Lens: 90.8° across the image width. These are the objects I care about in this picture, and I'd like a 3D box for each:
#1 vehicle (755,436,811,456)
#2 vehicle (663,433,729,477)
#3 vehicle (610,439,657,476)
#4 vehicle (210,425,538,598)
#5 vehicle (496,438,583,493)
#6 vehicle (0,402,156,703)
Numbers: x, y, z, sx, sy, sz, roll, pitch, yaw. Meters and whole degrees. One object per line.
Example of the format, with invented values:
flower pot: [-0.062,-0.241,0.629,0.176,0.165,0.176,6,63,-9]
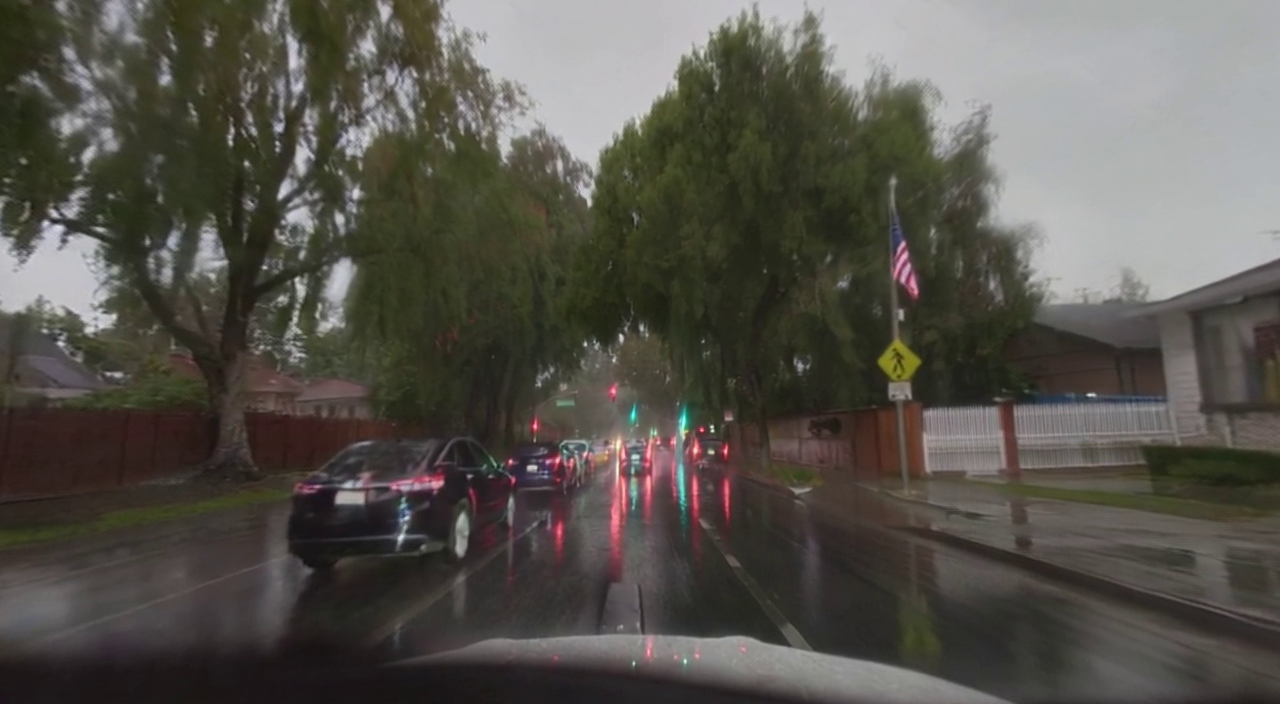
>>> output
vehicle: [11.079,7.308,48.973,3.883,1.496,1.779,1,-9,-2]
vehicle: [2.255,4.329,26.748,2.258,1.682,4.635,0,-9,-1]
vehicle: [-0.306,4.578,27.646,1.927,1.453,3.848,0,-9,-1]
vehicle: [-2.693,1.734,7.854,2.081,1.488,4.566,0,-9,0]
vehicle: [-2.966,3.477,19.714,1.897,1.484,4.716,0,-9,1]
vehicle: [-3.032,0.664,0.380,1.970,1.477,4.380,0,-9,0]
